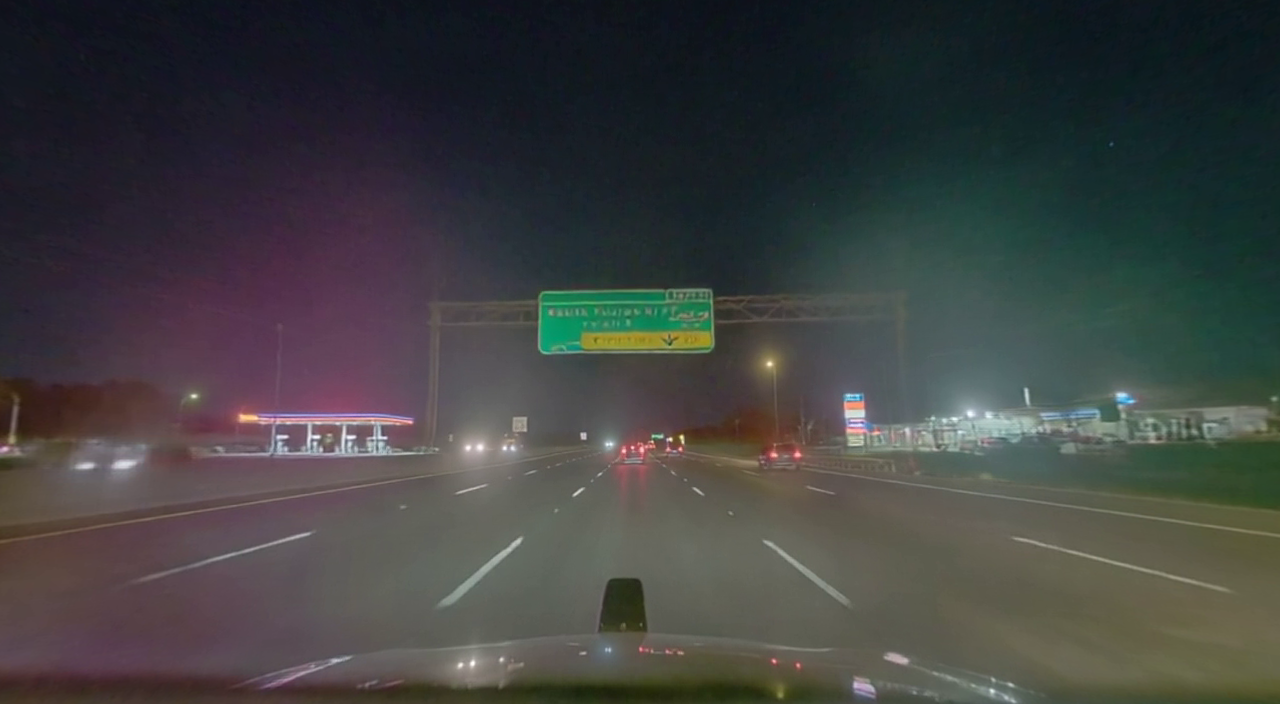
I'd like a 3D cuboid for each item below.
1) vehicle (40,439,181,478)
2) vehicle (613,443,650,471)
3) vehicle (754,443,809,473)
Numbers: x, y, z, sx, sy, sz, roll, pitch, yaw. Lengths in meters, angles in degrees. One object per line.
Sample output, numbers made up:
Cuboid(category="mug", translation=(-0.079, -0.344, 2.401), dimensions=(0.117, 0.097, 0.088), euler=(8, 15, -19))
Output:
Cuboid(category="vehicle", translation=(-22.316, 4.502, 26.872), dimensions=(1.920, 1.509, 4.649), euler=(0, -9, 0))
Cuboid(category="vehicle", translation=(-0.491, 5.925, 35.690), dimensions=(1.999, 1.473, 4.351), euler=(0, -9, -1))
Cuboid(category="vehicle", translation=(7.473, 5.635, 33.730), dimensions=(1.867, 1.463, 4.295), euler=(0, -9, -1))
